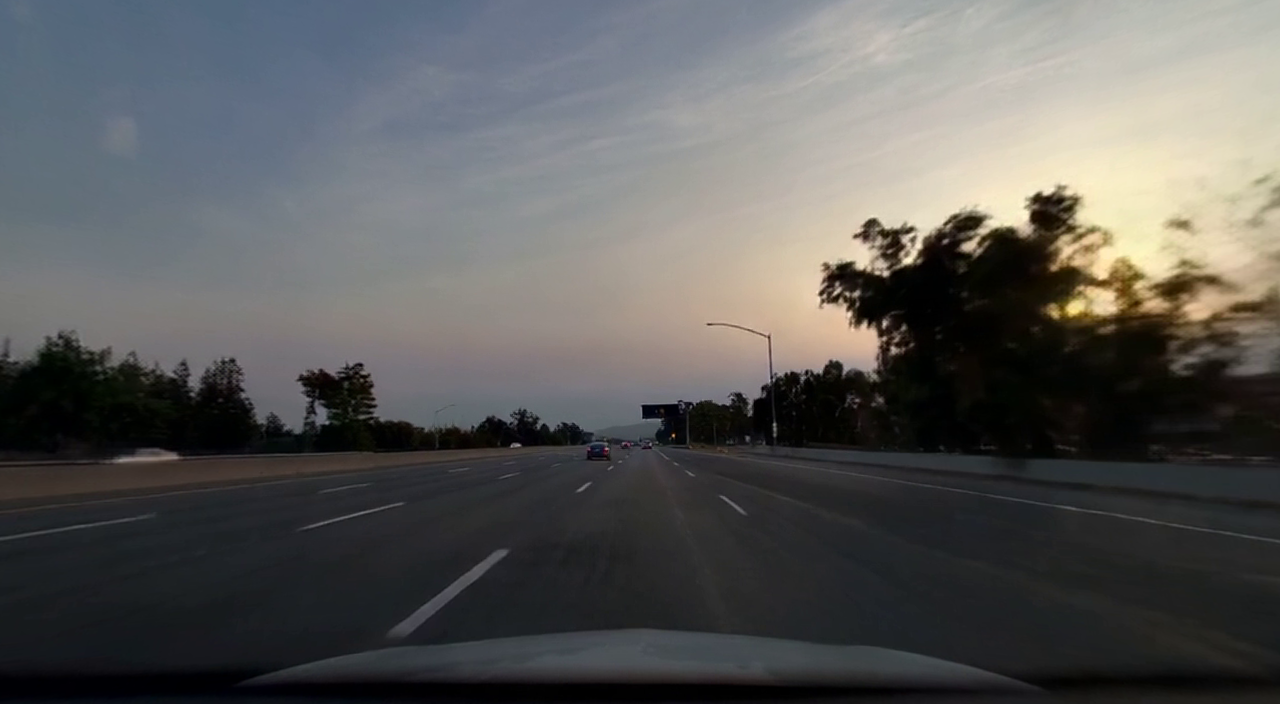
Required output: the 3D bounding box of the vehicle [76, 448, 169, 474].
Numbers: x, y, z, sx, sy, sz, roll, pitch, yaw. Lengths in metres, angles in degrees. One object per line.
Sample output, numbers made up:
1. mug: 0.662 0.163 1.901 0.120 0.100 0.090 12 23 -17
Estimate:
1. vehicle: -32.018 6.720 39.195 1.796 1.467 4.575 0 -8 1
